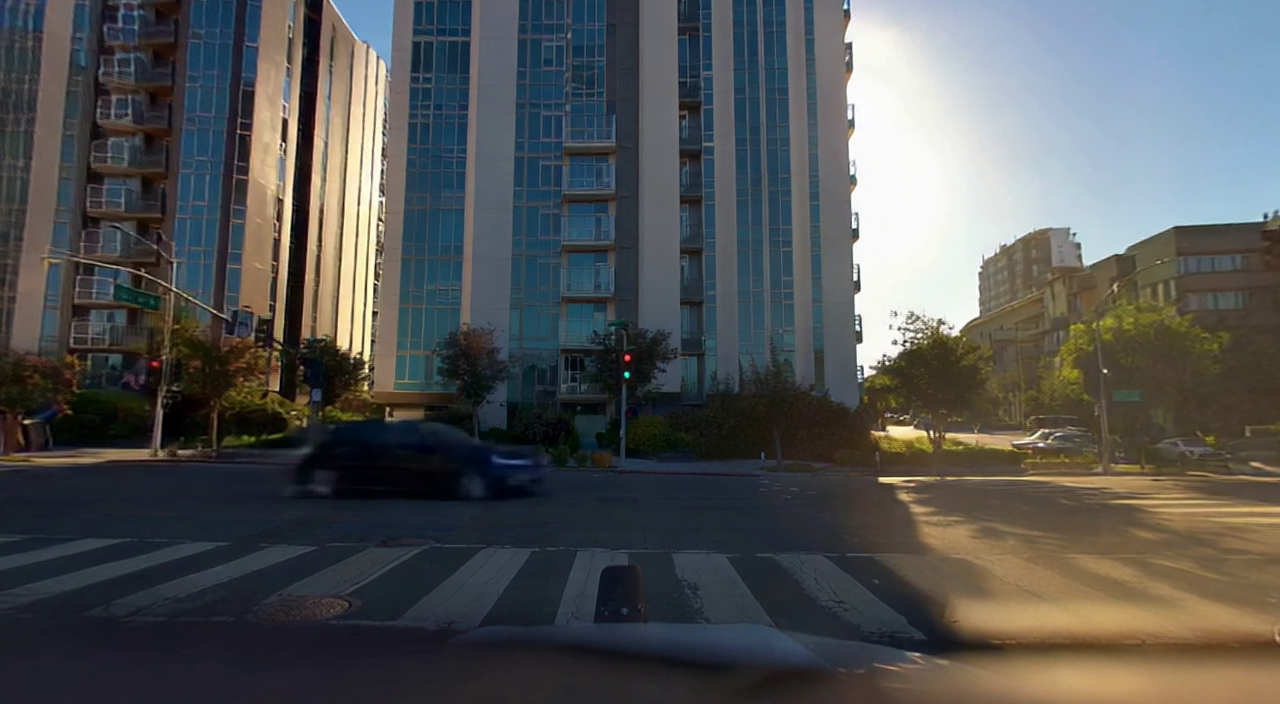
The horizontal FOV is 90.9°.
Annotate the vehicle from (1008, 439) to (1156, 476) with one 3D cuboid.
[{"bbox_3d":[18.577,4.460,26.679,4.823,1.458,1.914,0,-9,-1],"label":"vehicle"}]

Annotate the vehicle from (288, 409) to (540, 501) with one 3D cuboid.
[{"bbox_3d":[-4.726,2.237,13.847,4.724,1.834,2.068,0,-9,-1],"label":"vehicle"}]
